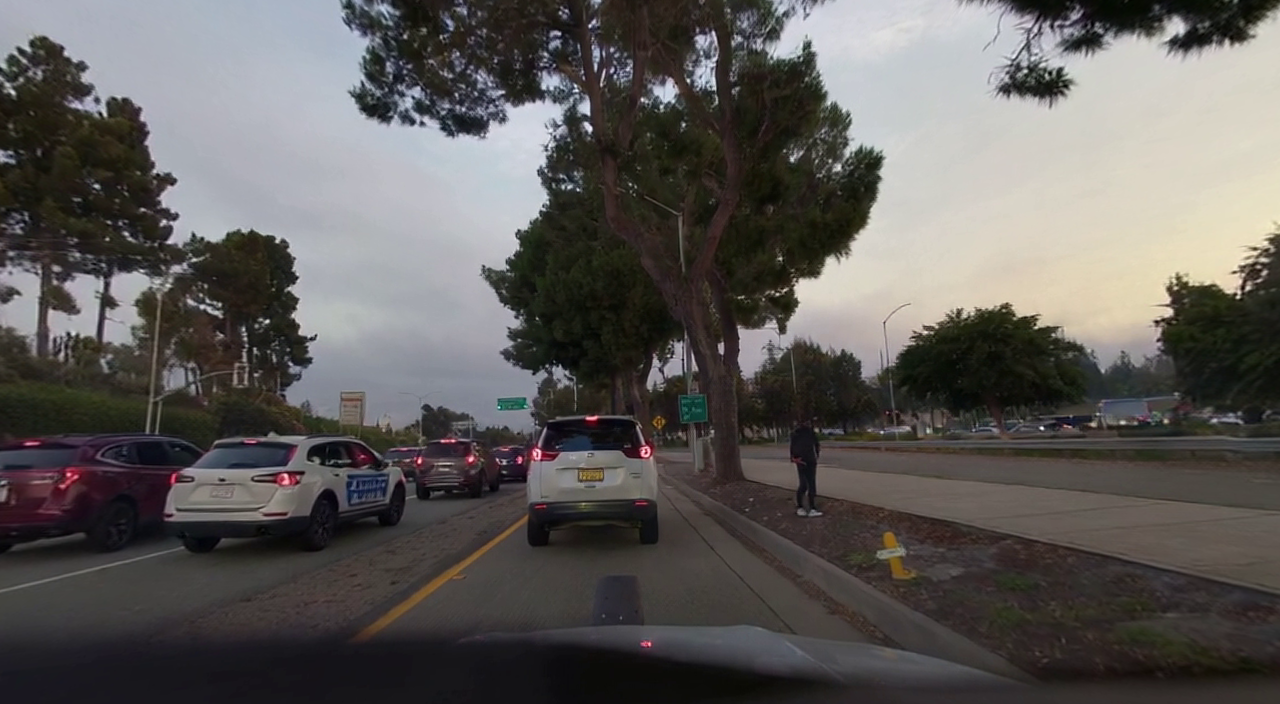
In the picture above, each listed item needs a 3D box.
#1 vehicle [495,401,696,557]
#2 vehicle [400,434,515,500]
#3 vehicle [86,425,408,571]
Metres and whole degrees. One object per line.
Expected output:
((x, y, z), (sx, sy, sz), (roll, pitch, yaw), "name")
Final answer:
((-0.581, 1.822, 9.696), (2.368, 1.829, 4.293), (0, -9, -2), "vehicle")
((-5.470, 3.499, 19.636), (2.188, 1.774, 4.477), (0, -9, 0), "vehicle")
((-5.406, 2.041, 9.647), (2.010, 1.674, 4.484), (0, -9, 0), "vehicle")
